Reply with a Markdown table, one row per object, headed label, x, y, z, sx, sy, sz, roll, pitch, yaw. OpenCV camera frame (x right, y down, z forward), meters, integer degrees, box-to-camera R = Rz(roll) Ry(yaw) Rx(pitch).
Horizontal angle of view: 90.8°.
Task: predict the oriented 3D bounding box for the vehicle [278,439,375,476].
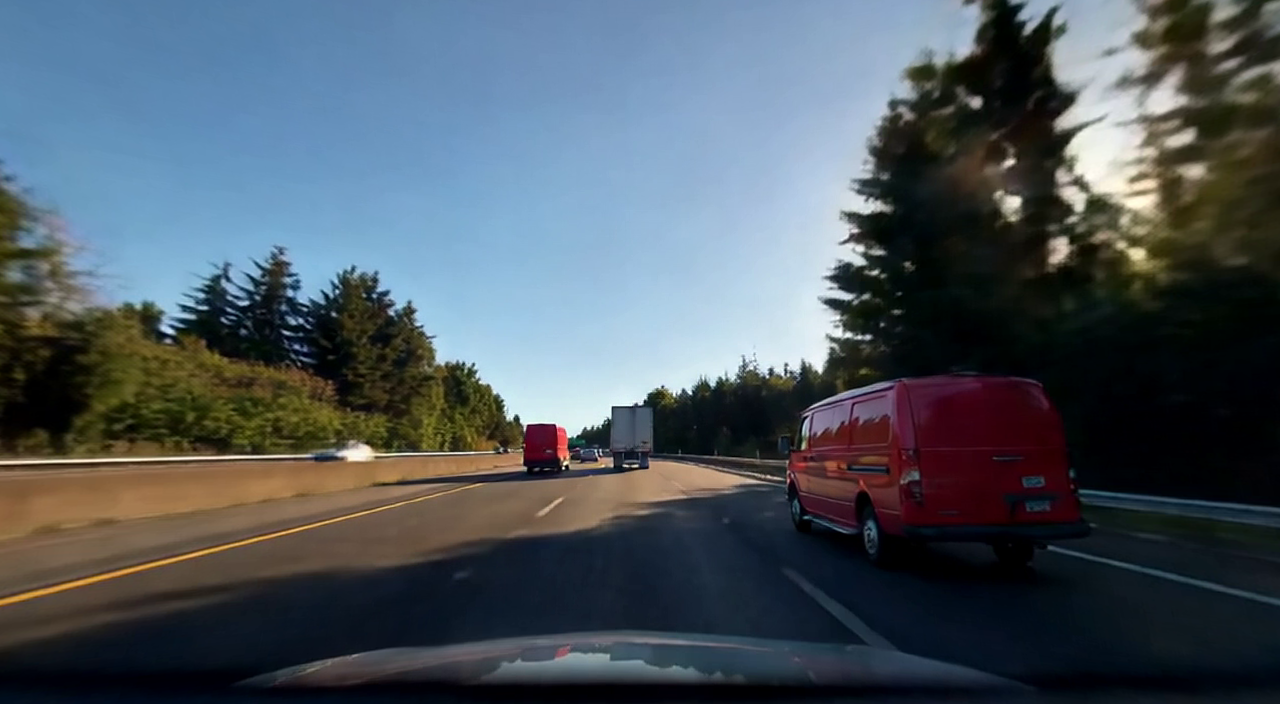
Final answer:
| label | x | y | z | sx | sy | sz | roll | pitch | yaw |
| --- | --- | --- | --- | --- | --- | --- | --- | --- | --- |
| vehicle | -13.491 | 4.565 | 27.495 | 1.847 | 1.454 | 4.594 | 0 | -9 | 0 |

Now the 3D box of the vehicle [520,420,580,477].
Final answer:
| label | x | y | z | sx | sy | sz | roll | pitch | yaw |
| --- | --- | --- | --- | --- | --- | --- | --- | --- | --- |
| vehicle | -4.698 | 5.199 | 34.000 | 2.357 | 2.786 | 6.144 | 0 | -9 | -1 |

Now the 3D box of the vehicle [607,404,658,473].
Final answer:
| label | x | y | z | sx | sy | sz | roll | pitch | yaw |
| --- | --- | --- | --- | --- | --- | --- | --- | --- | --- |
| vehicle | -0.582 | 5.886 | 42.448 | 2.995 | 4.036 | 10.311 | 0 | -9 | -1 |
